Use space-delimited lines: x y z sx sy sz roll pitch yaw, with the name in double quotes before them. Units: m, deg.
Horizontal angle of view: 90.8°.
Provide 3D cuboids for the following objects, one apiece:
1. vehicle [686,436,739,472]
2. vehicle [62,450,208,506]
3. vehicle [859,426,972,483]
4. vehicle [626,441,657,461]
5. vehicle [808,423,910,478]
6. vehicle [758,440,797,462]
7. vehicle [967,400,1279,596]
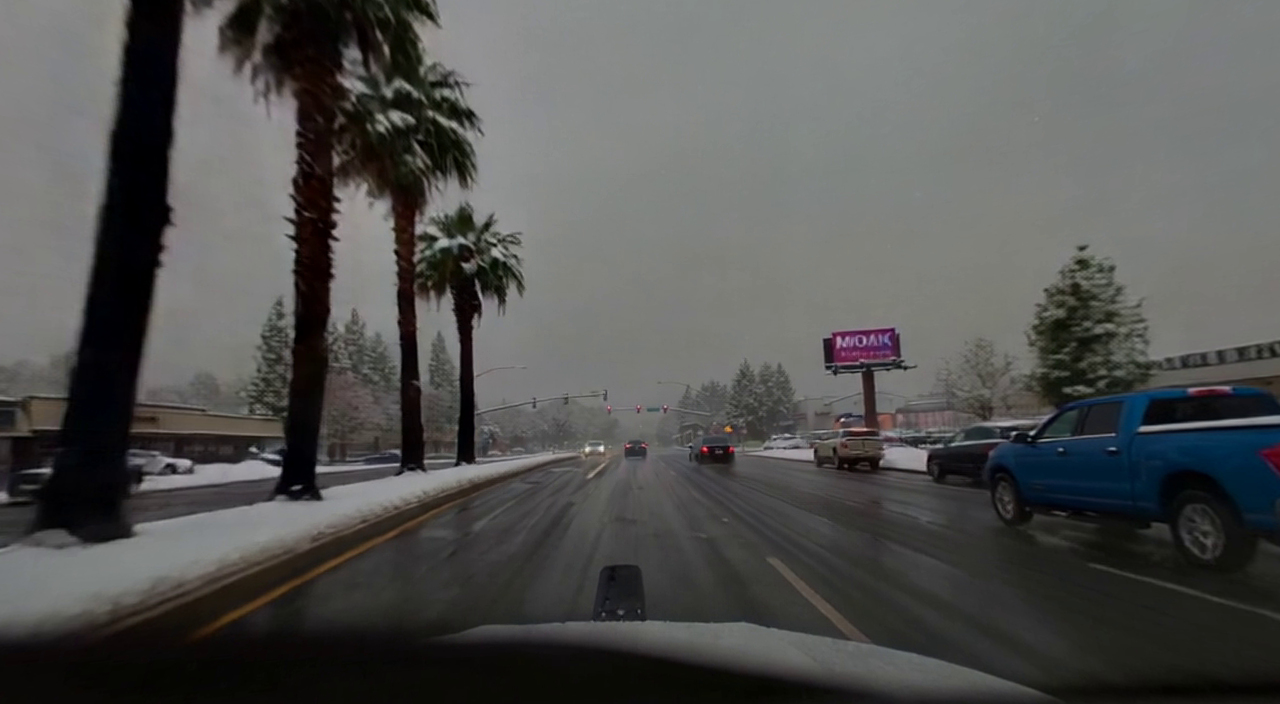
"vehicle" 3.293 4.769 29.607 1.889 1.541 4.303 0 -8 -1
"vehicle" -18.921 4.692 23.989 1.913 1.679 4.543 -6 -8 -1
"vehicle" 10.352 3.890 24.273 1.963 1.917 5.116 0 -8 0
"vehicle" 0.115 7.657 49.138 2.258 1.468 4.076 0 -8 0
"vehicle" 10.269 4.686 30.420 2.555 2.184 6.973 4 -8 1
"vehicle" 10.505 7.587 48.630 1.965 1.573 4.308 0 -8 -1
"vehicle" 6.361 1.528 7.410 2.140 1.606 5.437 0 -8 0
